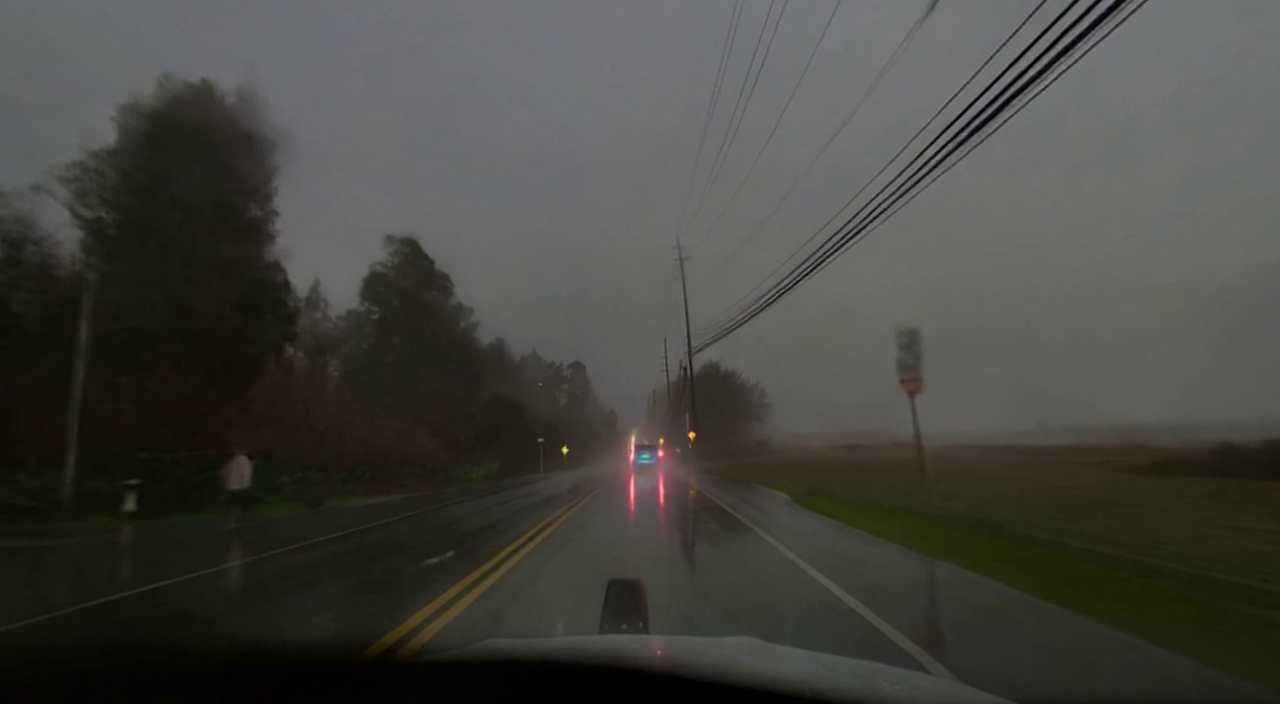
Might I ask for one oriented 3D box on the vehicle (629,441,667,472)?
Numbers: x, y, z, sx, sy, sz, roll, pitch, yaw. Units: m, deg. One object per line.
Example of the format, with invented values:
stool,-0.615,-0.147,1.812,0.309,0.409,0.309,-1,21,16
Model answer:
vehicle,0.537,7.309,44.443,2.468,2.056,4.422,0,-9,0
